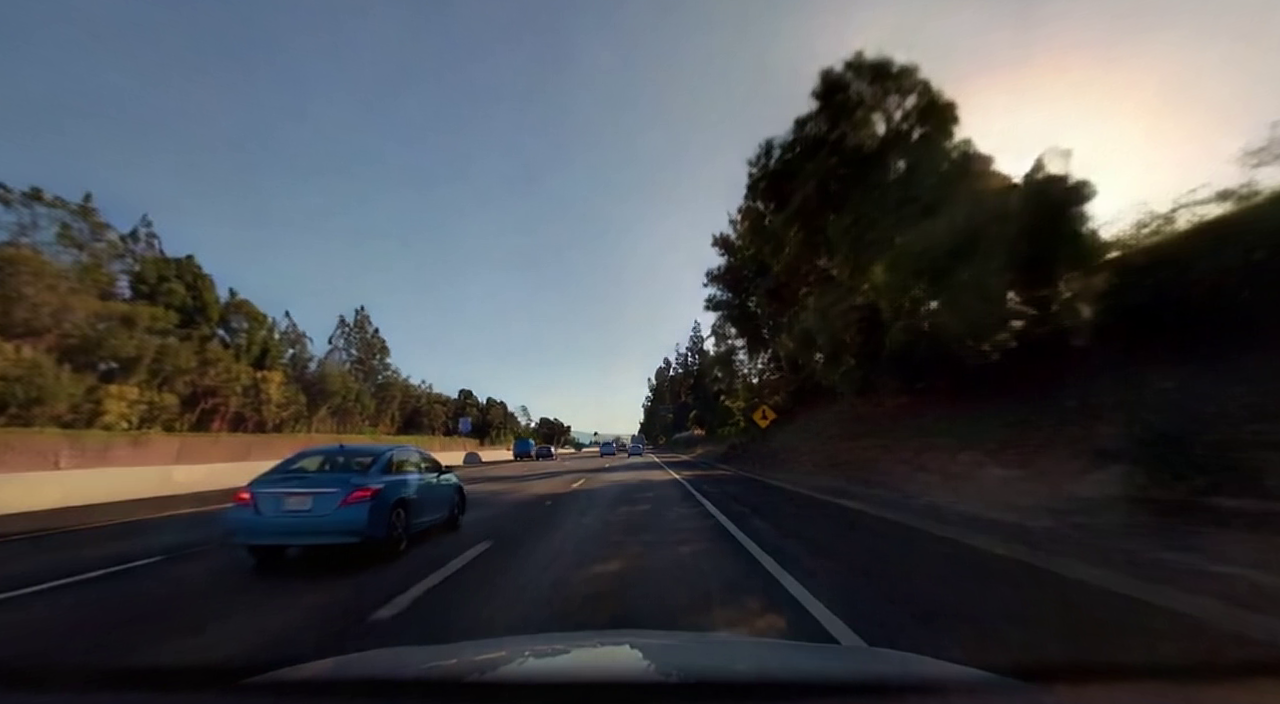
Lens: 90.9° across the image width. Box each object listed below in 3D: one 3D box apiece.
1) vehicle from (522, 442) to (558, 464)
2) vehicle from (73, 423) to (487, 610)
[{"bbox_3d":[-7.501,7.594,47.564,2.014,1.598,4.015,0,-8,1],"label":"vehicle"},{"bbox_3d":[-3.568,1.716,7.708,2.081,1.514,4.943,0,-8,1],"label":"vehicle"}]
